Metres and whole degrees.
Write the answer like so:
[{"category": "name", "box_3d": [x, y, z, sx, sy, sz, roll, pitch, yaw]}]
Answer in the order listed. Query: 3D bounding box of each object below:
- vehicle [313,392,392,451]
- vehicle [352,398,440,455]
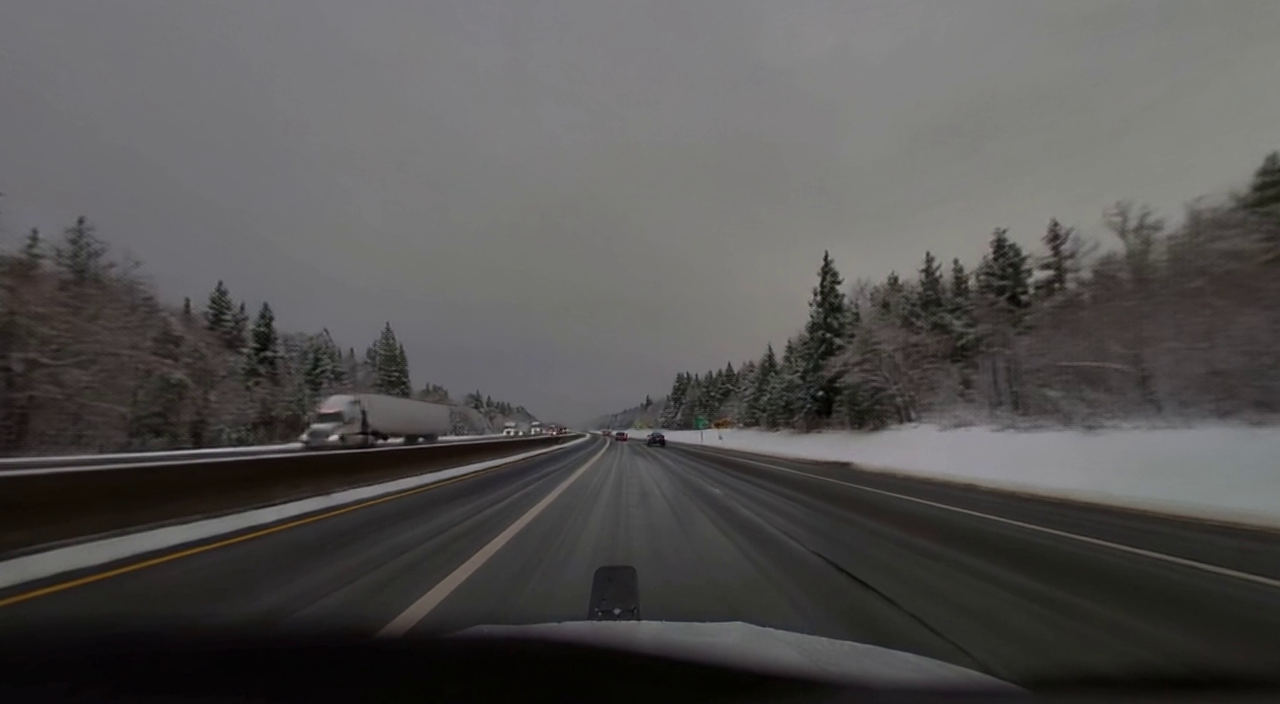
[{"category": "vehicle", "box_3d": [-20.438, 5.035, 45.195, 2.988, 3.962, 5.807, 0, -8, -2]}, {"category": "vehicle", "box_3d": [-15.775, 4.952, 41.376, 2.845, 3.395, 7.669, 0, -8, -2]}]
